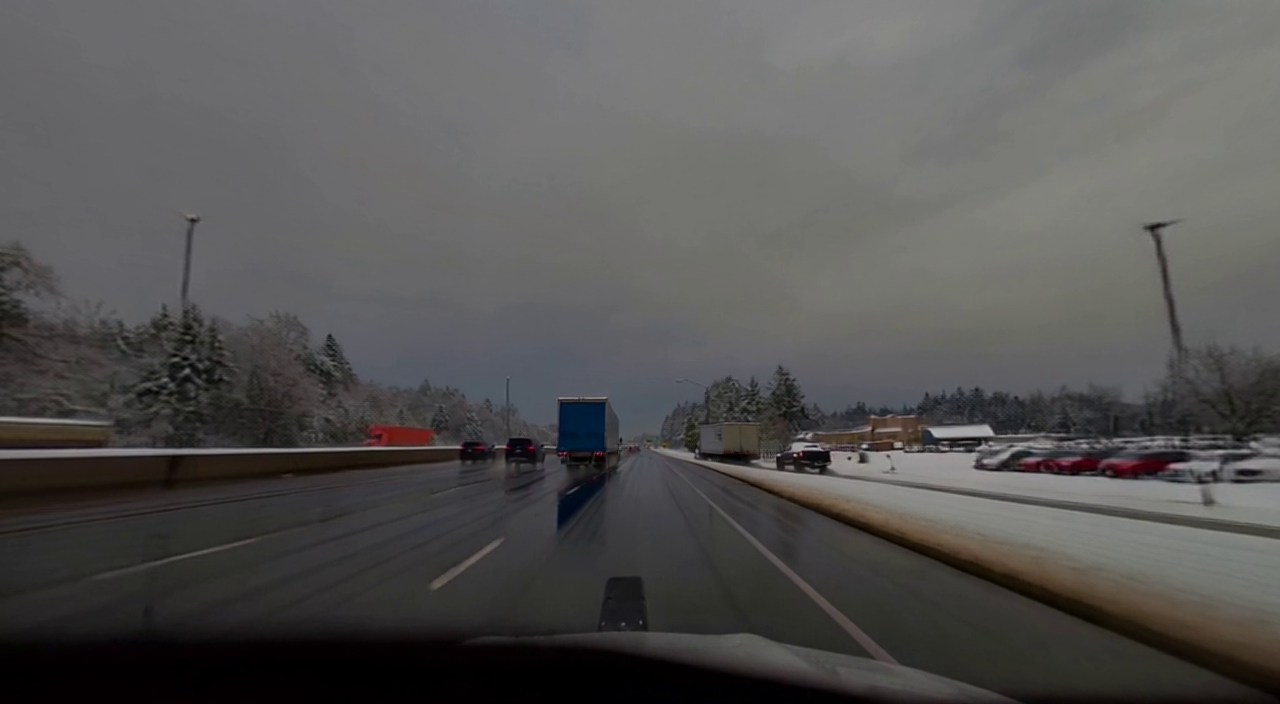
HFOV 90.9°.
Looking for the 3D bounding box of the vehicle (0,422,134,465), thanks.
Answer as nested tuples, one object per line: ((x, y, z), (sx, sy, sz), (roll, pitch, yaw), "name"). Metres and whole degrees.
((-36.666, 5.800, 40.071), (2.598, 2.463, 7.577), (0, -8, 1), "vehicle")

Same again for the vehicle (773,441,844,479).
((8.262, 5.324, 31.364), (2.083, 1.706, 4.129), (1, -8, -5), "vehicle")

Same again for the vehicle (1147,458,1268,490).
((28.339, 6.094, 31.601), (4.298, 1.453, 1.877), (0, -8, -2), "vehicle")

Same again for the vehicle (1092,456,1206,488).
((27.934, 6.558, 34.684), (4.569, 1.449, 2.013), (-2, -8, -3), "vehicle")

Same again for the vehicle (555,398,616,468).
((-3.359, 5.599, 42.772), (2.905, 4.037, 12.921), (0, -8, 1), "vehicle")

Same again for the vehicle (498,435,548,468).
((-6.915, 5.940, 37.870), (2.058, 1.840, 4.443), (0, -8, 1), "vehicle")
